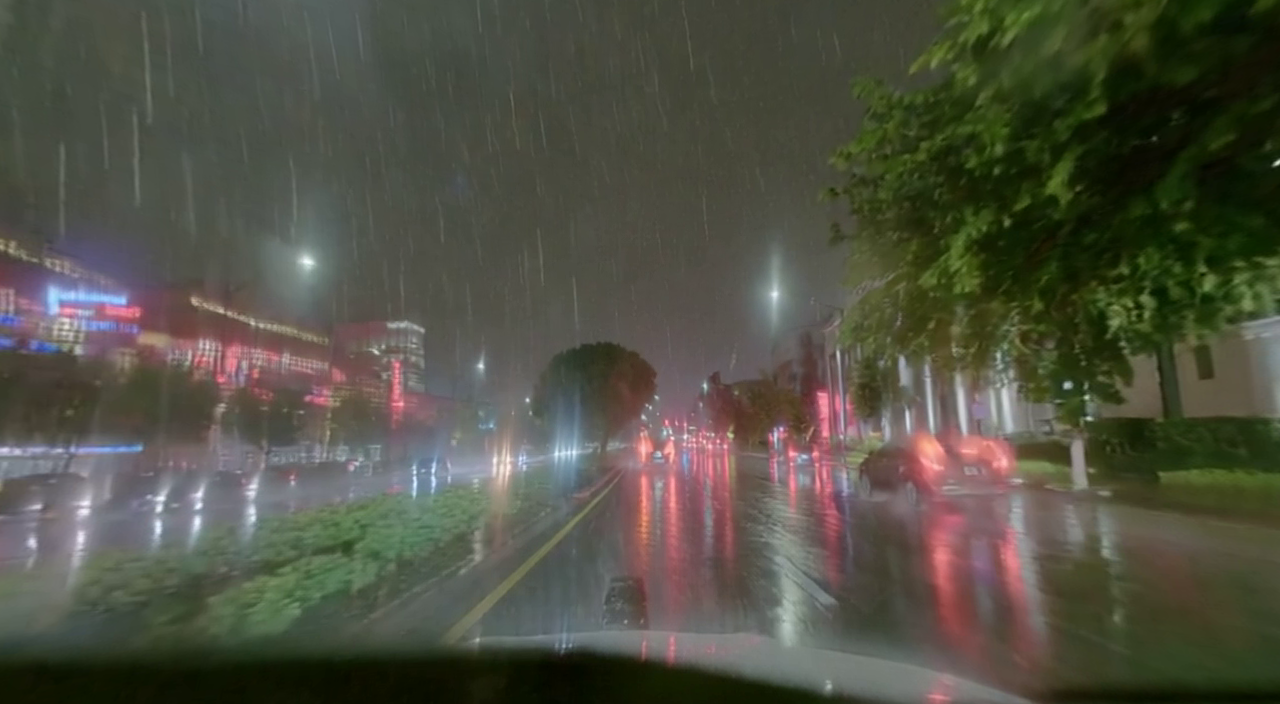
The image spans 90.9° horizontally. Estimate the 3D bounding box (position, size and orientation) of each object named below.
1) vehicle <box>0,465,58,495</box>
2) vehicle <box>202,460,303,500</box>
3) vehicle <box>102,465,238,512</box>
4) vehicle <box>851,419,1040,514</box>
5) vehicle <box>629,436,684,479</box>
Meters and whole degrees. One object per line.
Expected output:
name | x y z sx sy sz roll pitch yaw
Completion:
vehicle | -39.207 7.919 39.118 4.082 1.666 1.947 0 -9 0
vehicle | -18.312 6.029 30.088 1.866 1.659 4.597 0 -9 0
vehicle | -18.464 5.344 25.097 1.817 1.540 4.548 0 -9 1
vehicle | 6.647 2.549 14.475 1.963 1.783 4.722 0 -9 0
vehicle | 0.652 4.391 26.413 2.125 1.669 3.880 0 -9 0
